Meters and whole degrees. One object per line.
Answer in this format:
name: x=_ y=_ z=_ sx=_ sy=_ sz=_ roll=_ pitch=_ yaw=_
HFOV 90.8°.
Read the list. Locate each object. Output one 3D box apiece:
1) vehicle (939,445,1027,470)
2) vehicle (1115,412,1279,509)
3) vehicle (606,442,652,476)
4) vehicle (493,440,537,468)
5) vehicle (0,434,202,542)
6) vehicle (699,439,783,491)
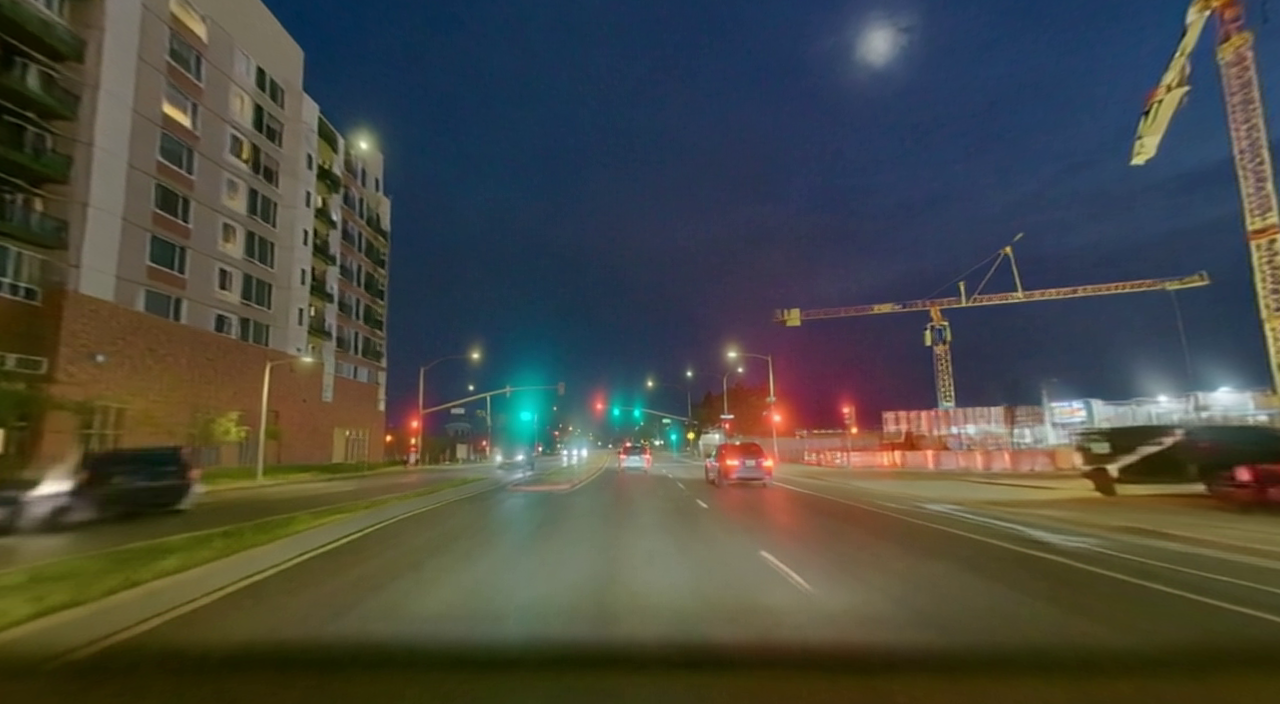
vehicle: x=19.046 y=5.868 z=35.205 sx=3.839 sy=1.281 sz=1.836 roll=0 pitch=-9 yaw=0
vehicle: x=13.671 y=2.352 z=13.956 sx=4.651 sy=1.923 sz=2.045 roll=0 pitch=-8 yaw=-1
vehicle: x=-0.522 y=5.034 z=29.837 sx=2.006 sy=1.487 sz=3.535 roll=0 pitch=-8 yaw=-1
vehicle: x=-8.731 y=7.157 z=44.422 sx=2.111 sy=1.832 sz=4.778 roll=0 pitch=-8 yaw=0
vehicle: x=-10.831 y=2.416 z=11.855 sx=1.973 sy=1.646 sz=4.427 roll=-1 pitch=-8 yaw=1
vehicle: x=3.146 y=3.609 z=20.486 sx=1.910 sy=1.474 sz=4.003 roll=0 pitch=-8 yaw=-2
